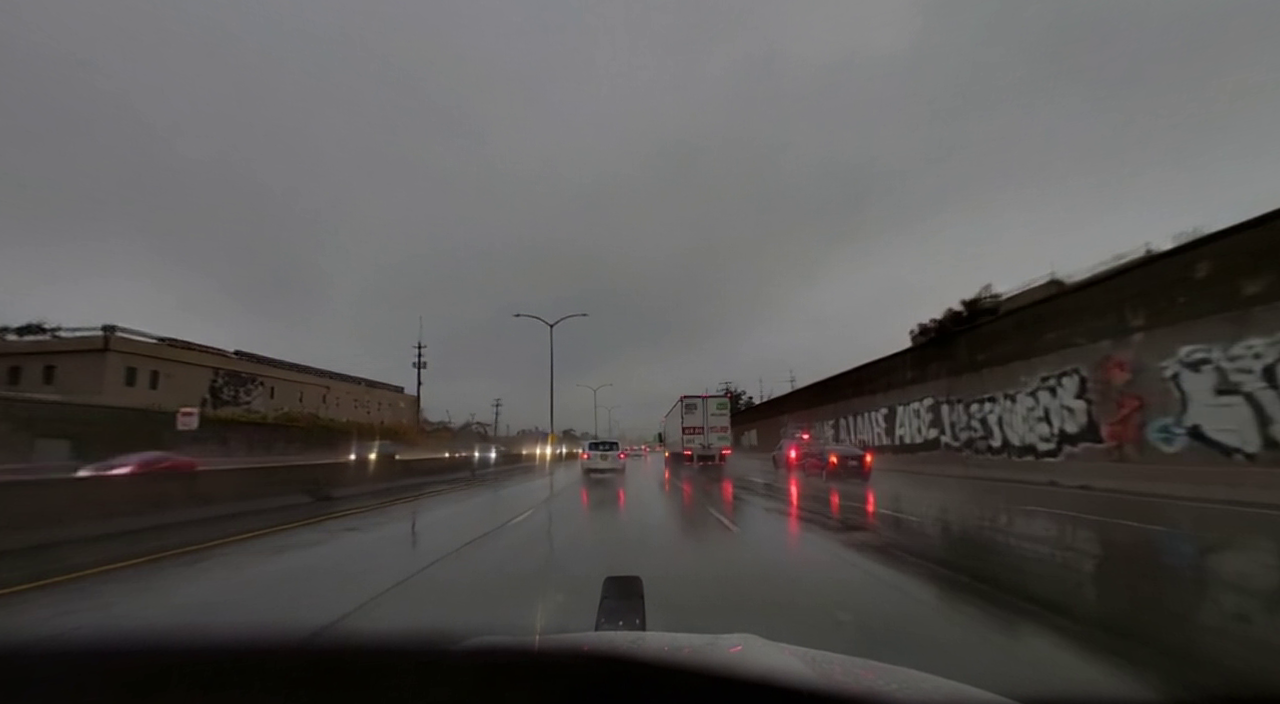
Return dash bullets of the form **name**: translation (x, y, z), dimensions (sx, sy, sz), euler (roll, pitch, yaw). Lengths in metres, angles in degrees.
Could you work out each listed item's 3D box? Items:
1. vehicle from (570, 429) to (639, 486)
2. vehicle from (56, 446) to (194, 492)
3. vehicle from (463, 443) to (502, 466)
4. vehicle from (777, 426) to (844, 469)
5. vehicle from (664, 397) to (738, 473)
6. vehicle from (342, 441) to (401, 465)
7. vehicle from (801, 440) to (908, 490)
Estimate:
- **vehicle**: translation (-1.318, 3.870, 23.354), dimensions (2.249, 1.843, 5.176), euler (1, -9, -3)
- **vehicle**: translation (-17.181, 3.893, 21.327), dimensions (1.607, 1.389, 3.580), euler (0, -9, 0)
- **vehicle**: translation (-10.892, 7.126, 43.880), dimensions (1.674, 1.481, 3.535), euler (1, -9, 1)
- **vehicle**: translation (10.054, 5.731, 37.896), dimensions (2.322, 2.360, 6.433), euler (0, -9, 1)
- **vehicle**: translation (3.233, 4.928, 36.800), dimensions (2.976, 3.806, 10.591), euler (0, -9, -1)
- **vehicle**: translation (-19.387, 7.324, 45.849), dimensions (2.164, 1.657, 4.809), euler (0, -9, 0)
- **vehicle**: translation (7.049, 3.747, 21.337), dimensions (1.915, 1.476, 4.677), euler (0, -9, -1)
